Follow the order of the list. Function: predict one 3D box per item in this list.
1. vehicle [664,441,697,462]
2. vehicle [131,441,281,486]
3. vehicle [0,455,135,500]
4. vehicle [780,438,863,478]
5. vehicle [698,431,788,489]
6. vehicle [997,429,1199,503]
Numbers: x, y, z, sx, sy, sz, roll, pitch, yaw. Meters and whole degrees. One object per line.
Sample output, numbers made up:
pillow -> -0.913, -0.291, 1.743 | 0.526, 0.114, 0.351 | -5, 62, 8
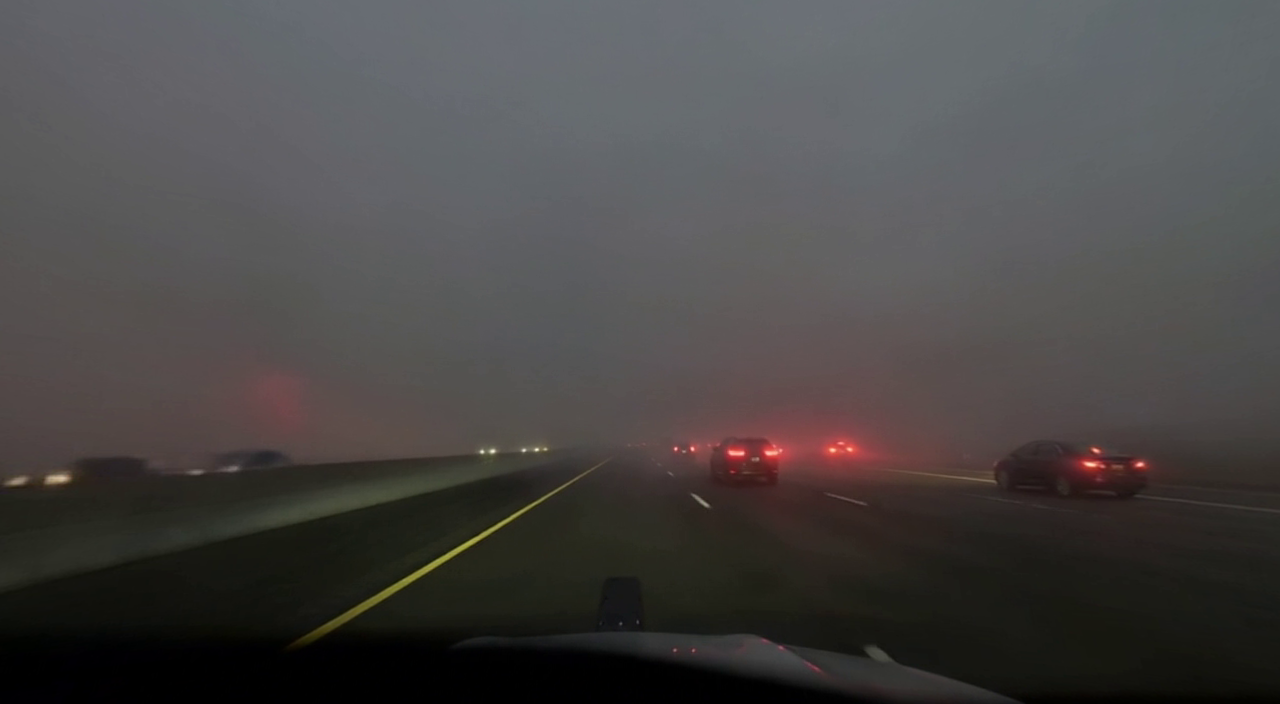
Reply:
vehicle -> 2.999, 7.437, 47.496 | 2.038, 1.477, 4.313 | 0, -8, -2
vehicle -> -14.384, 3.671, 21.299 | 1.962, 1.309, 4.240 | 1, -8, 2
vehicle -> -22.113, 4.796, 24.467 | 2.023, 1.514, 3.744 | 0, -8, -1
vehicle -> 7.066, 4.179, 25.127 | 1.952, 1.442, 4.259 | 0, -8, -1
vehicle -> 3.122, 3.385, 20.161 | 1.977, 1.601, 4.598 | 0, -8, -2
vehicle -> 10.965, 2.737, 15.594 | 1.844, 1.560, 4.085 | 0, -8, -1
